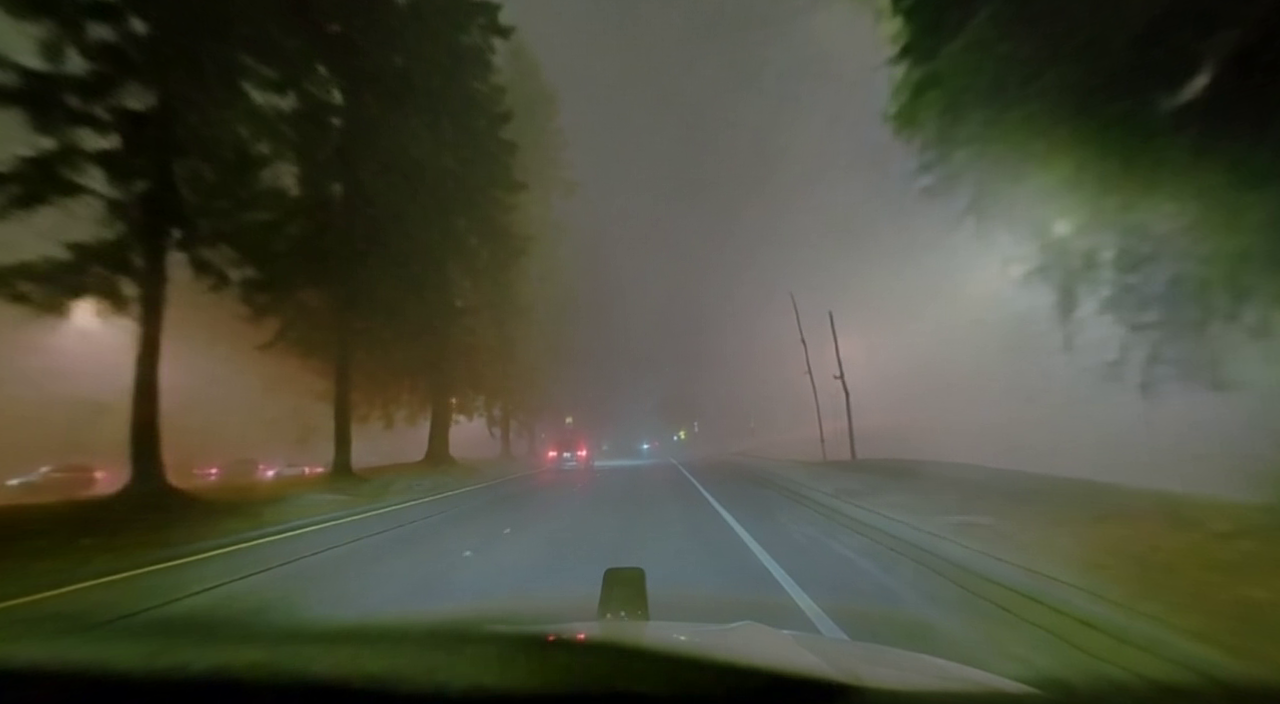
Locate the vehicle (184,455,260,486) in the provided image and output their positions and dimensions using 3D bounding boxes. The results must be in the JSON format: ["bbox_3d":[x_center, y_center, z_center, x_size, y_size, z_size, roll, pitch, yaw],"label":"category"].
[{"bbox_3d":[-29.090,8.219,44.083,1.968,1.821,4.810,-3,-8,1],"label":"vehicle"}]

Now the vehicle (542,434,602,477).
[{"bbox_3d":[-2.859,4.488,27.529,2.016,1.694,4.335,0,-8,2],"label":"vehicle"}]

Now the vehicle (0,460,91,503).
[{"bbox_3d":[-29.685,6.179,30.274,1.992,1.792,4.929,0,-8,2],"label":"vehicle"}]
